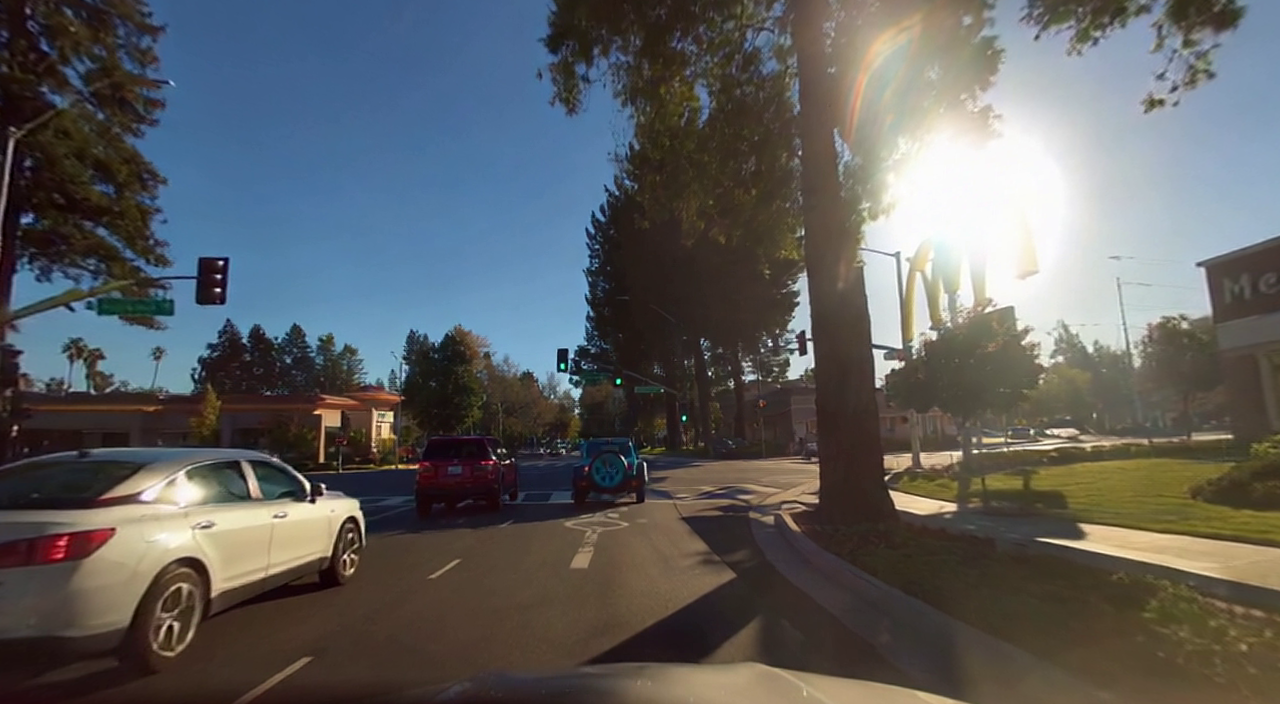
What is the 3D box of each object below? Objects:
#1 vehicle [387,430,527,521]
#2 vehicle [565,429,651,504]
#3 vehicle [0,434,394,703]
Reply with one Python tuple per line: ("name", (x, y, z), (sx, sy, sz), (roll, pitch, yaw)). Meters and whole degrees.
("vehicle", (-4.136, 2.855, 15.197), (2.130, 1.819, 4.497), (0, -8, -2))
("vehicle", (-0.933, 3.314, 18.766), (2.224, 1.923, 4.643), (1, -8, -3))
("vehicle", (-3.976, 1.489, 5.428), (1.941, 1.479, 4.541), (0, -8, -1))
